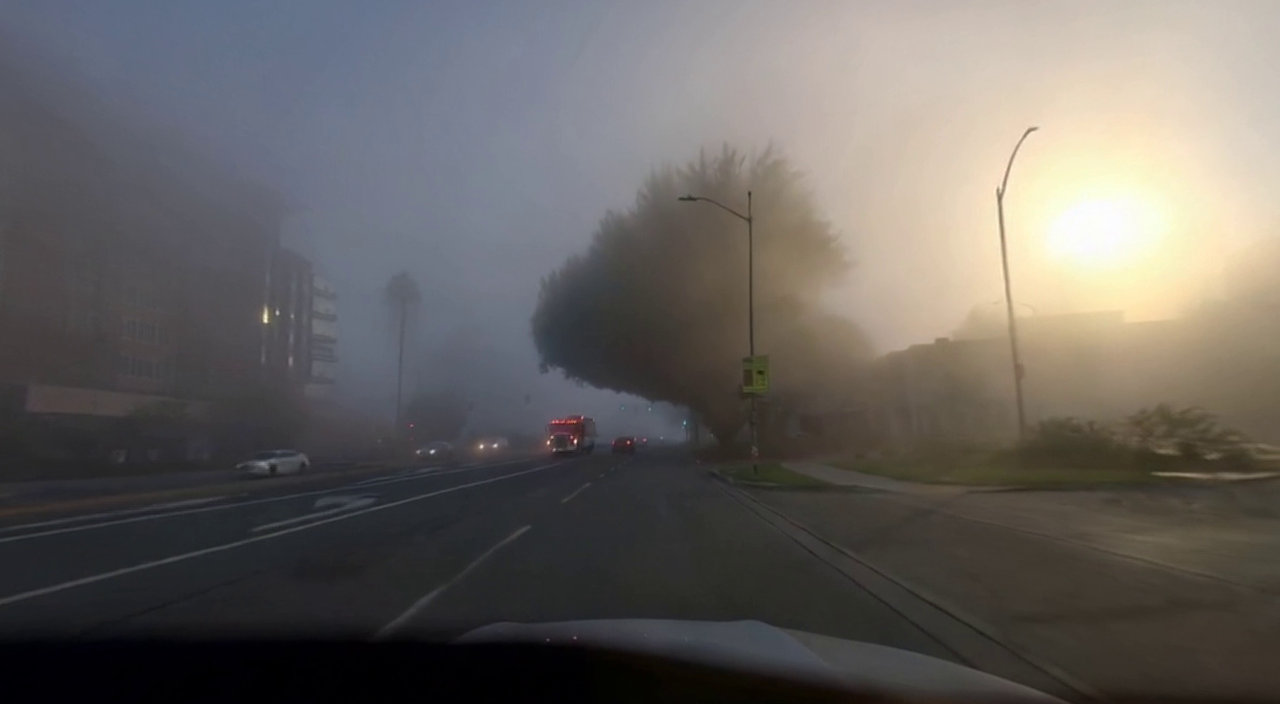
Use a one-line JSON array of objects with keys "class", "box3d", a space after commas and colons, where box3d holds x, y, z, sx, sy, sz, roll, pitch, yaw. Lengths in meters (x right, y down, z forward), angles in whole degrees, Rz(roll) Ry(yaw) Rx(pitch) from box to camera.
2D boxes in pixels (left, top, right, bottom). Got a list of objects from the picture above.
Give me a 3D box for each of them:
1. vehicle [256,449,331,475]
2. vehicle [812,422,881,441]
[{"class": "vehicle", "box3d": [-21.783, 6.936, 39.695, 1.945, 1.504, 4.566, -1, -9, 3]}, {"class": "vehicle", "box3d": [16.026, 6.183, 48.943, 4.663, 1.457, 2.045, -1, -7, 3]}]
